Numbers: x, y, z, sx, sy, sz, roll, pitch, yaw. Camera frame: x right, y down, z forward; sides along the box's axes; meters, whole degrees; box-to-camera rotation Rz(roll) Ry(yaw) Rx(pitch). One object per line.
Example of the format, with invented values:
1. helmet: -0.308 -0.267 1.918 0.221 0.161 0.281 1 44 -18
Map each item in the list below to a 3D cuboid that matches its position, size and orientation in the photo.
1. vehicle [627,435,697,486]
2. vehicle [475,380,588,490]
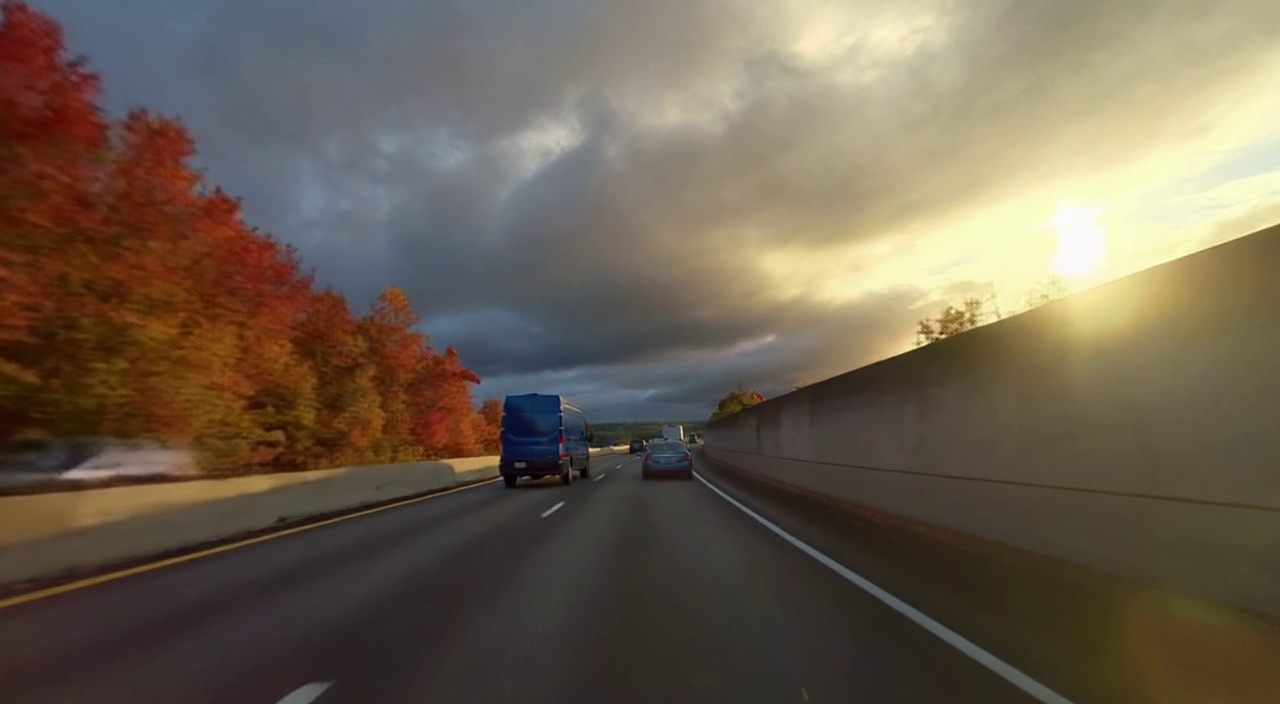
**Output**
1. vehicle: 0.691 3.499 20.654 2.071 1.487 3.948 0 -8 1
2. vehicle: -2.930 2.451 18.458 2.334 2.769 5.087 0 -8 0
